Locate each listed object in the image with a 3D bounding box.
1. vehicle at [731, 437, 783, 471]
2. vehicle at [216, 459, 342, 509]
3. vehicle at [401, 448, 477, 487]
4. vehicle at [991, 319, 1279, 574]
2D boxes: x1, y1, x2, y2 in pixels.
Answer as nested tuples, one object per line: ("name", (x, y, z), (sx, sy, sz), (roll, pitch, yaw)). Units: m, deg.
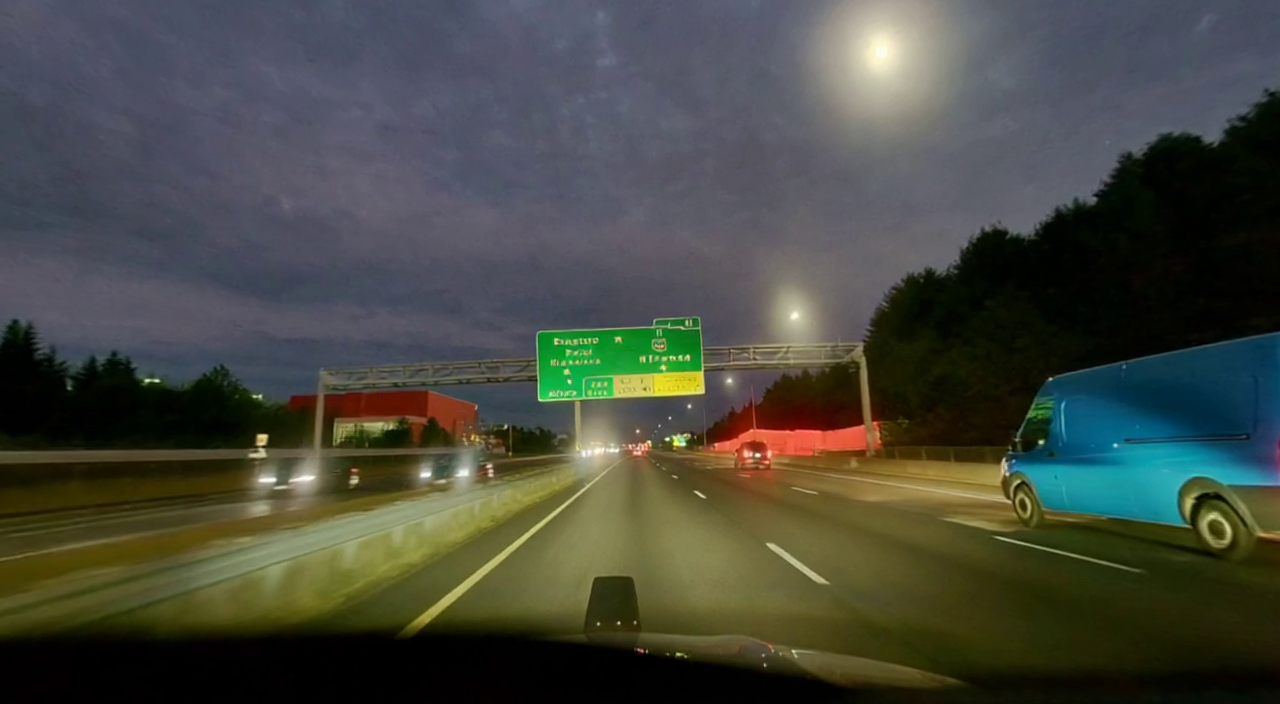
("vehicle", (7.128, 6.275, 38.831), (2.156, 1.943, 5.010), (0, -9, -1))
("vehicle", (-12.090, 4.415, 21.417), (1.821, 1.433, 4.166), (0, -9, -1))
("vehicle", (-8.569, 4.932, 27.157), (1.932, 1.518, 4.068), (0, -9, 0))
("vehicle", (7.791, 1.301, 8.607), (2.283, 2.631, 6.053), (0, -9, -1))
